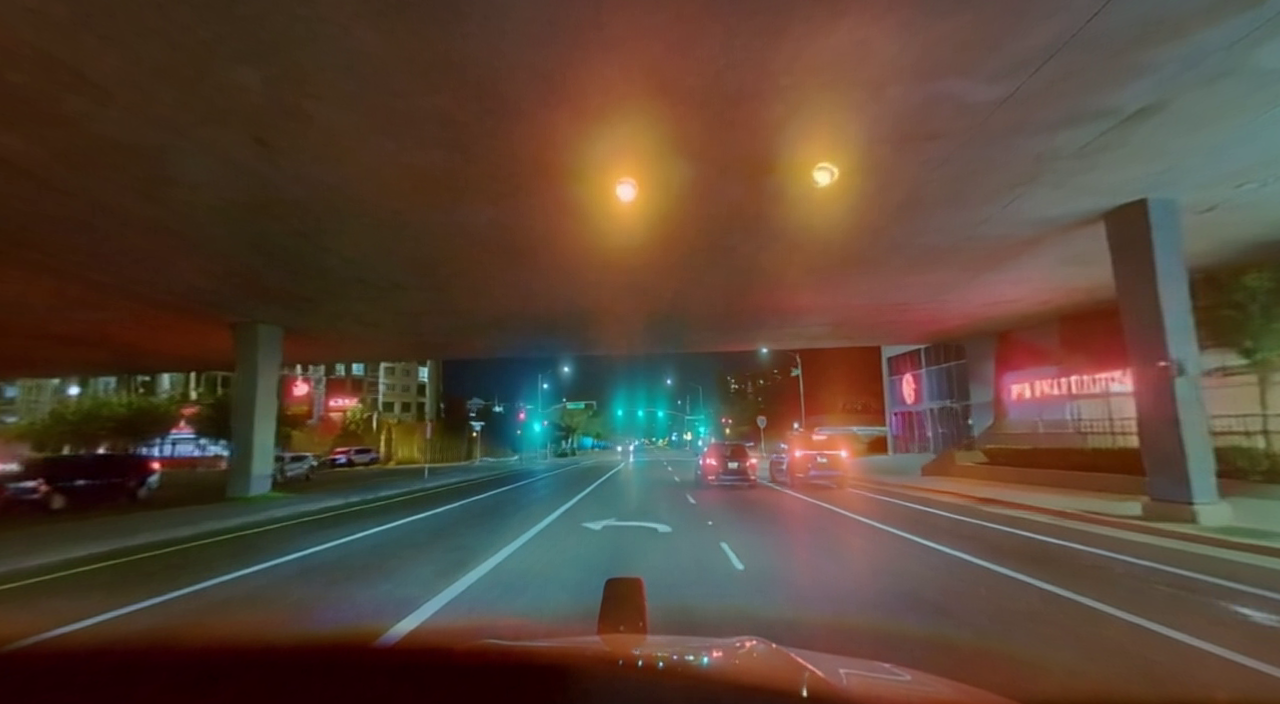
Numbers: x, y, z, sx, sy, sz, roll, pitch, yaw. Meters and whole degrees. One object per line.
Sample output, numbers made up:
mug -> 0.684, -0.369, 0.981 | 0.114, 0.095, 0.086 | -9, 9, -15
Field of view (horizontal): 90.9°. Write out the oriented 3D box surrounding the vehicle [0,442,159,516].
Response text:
vehicle -> -17.975, 3.849, 19.743 | 2.167, 2.024, 4.589 | 0, -8, 0

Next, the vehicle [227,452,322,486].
vehicle -> -17.760, 5.672, 30.922 | 1.985, 1.505, 4.275 | -1, -8, 2

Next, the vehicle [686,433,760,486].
vehicle -> 2.665, 3.547, 21.135 | 1.947, 1.576, 3.825 | 0, -8, 0

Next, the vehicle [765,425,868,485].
vehicle -> 6.911, 4.113, 25.515 | 2.433, 2.116, 5.789 | 0, -8, 0
